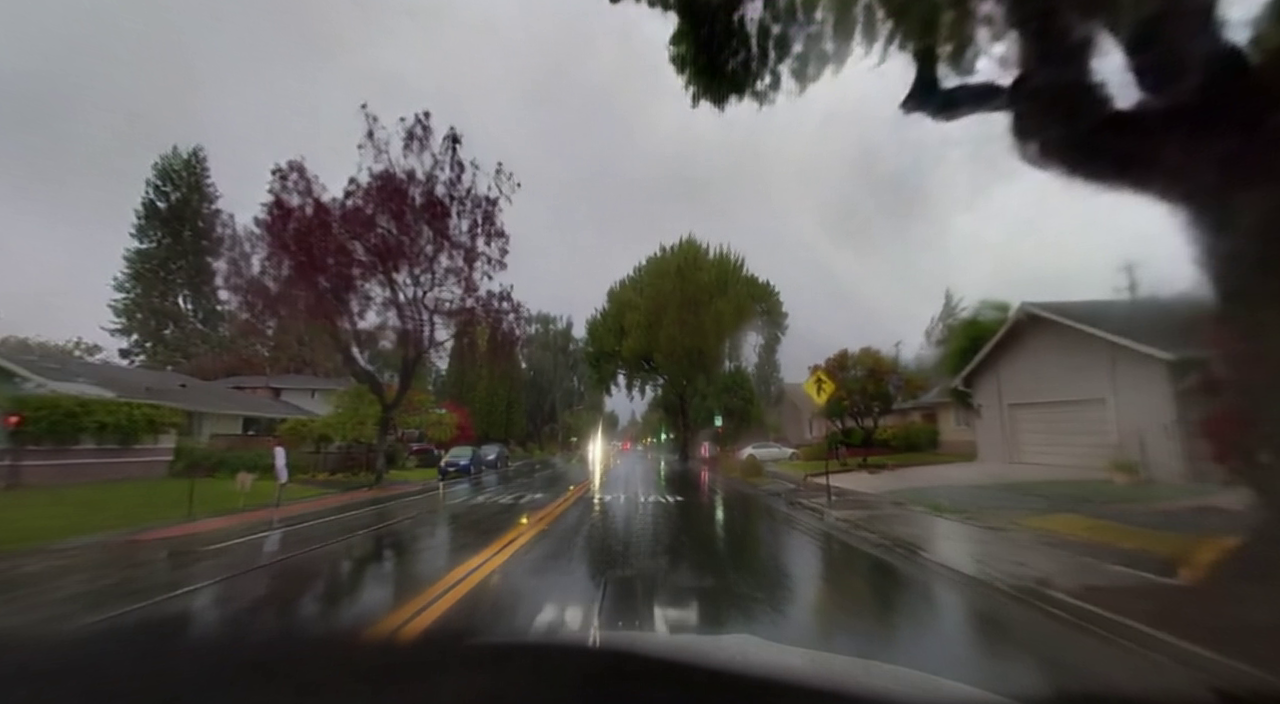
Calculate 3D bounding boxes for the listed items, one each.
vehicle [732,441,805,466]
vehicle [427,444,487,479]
[{"bbox_3d":[8.097,6.428,40.016,4.438,1.466,1.943,-1,-8,8],"label":"vehicle"},{"bbox_3d":[-9.354,5.587,32.473,1.998,1.684,4.180,1,-8,-3],"label":"vehicle"}]
